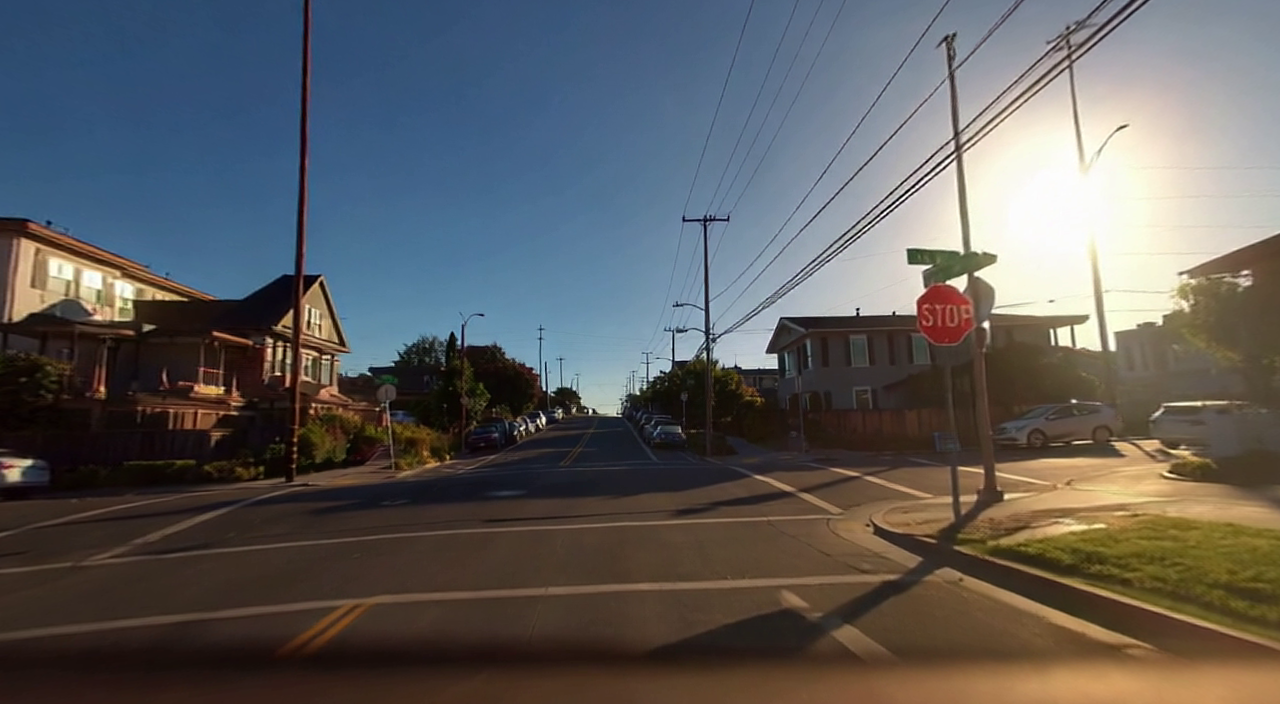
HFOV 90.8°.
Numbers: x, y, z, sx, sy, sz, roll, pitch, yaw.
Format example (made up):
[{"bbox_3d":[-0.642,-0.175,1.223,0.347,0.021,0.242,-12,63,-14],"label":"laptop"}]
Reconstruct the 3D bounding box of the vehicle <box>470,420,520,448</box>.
[{"bbox_3d":[-8.668,4.984,38.211,2.065,1.553,4.636,0,-8,-2],"label":"vehicle"}]

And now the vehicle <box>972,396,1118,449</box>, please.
[{"bbox_3d":[16.994,3.023,26.615,4.985,2.088,2.141,2,-9,-13],"label":"vehicle"}]

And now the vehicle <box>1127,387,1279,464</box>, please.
[{"bbox_3d":[15.519,1.939,16.383,4.389,1.818,2.062,2,-9,-12],"label":"vehicle"}]

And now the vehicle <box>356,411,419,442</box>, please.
[{"bbox_3d":[-14.693,4.441,37.030,1.992,1.678,4.658,0,-8,-4],"label":"vehicle"}]

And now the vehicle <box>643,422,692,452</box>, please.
[{"bbox_3d":[1.422,4.609,34.116,2.120,1.487,4.360,1,-8,-4],"label":"vehicle"}]
